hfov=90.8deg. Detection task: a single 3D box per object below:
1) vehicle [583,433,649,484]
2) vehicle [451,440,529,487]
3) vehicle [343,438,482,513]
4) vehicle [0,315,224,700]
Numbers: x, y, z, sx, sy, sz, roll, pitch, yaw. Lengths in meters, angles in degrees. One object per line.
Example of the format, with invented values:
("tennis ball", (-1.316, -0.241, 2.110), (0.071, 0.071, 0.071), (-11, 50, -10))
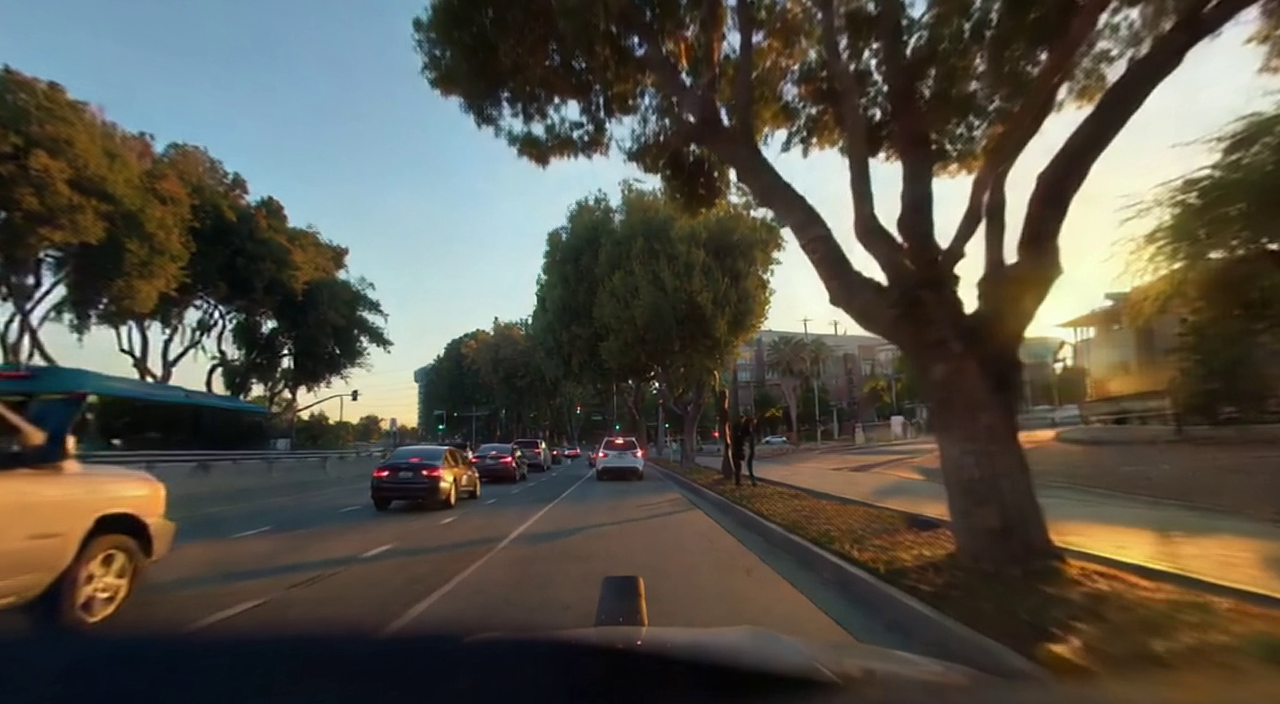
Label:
("vehicle", (-0.975, 4.176, 25.100), (2.368, 1.829, 4.293), (0, -9, -3))
("vehicle", (-5.789, 4.343, 24.948), (2.010, 1.674, 4.484), (0, -9, -1))
("vehicle", (-5.558, 3.046, 16.085), (2.069, 1.616, 4.108), (0, -9, -1))
("vehicle", (-4.931, 0.628, 1.936), (2.860, 2.090, 6.593), (0, -9, -1))
